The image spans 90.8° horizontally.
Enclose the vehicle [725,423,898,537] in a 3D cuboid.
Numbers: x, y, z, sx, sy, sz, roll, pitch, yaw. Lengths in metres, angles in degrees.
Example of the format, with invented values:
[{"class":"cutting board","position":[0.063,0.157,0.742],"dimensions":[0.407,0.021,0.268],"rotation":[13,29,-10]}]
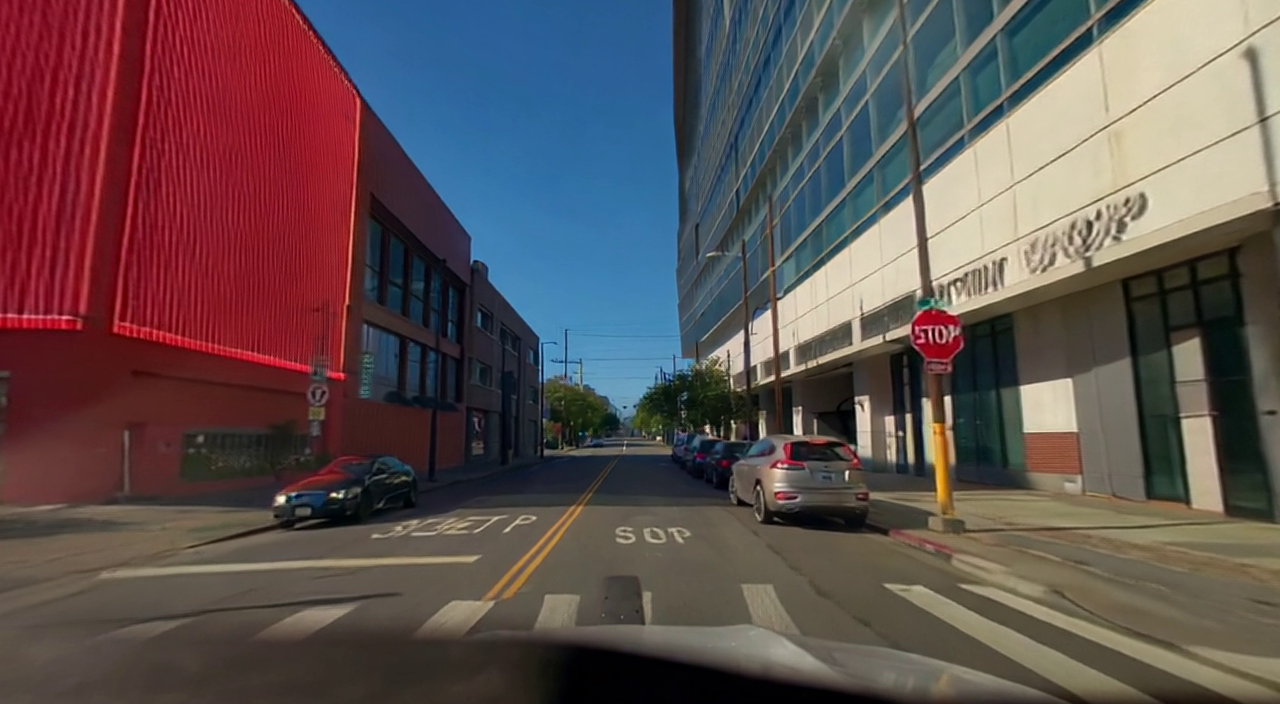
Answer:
[{"class":"vehicle","position":[2.853,2.232,11.682],"dimensions":[1.917,1.680,4.500],"rotation":[0,-8,0]}]

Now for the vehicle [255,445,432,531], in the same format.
[{"class":"vehicle","position":[-5.765,2.636,12.877],"dimensions":[1.864,1.447,3.887],"rotation":[0,-8,-3]}]
